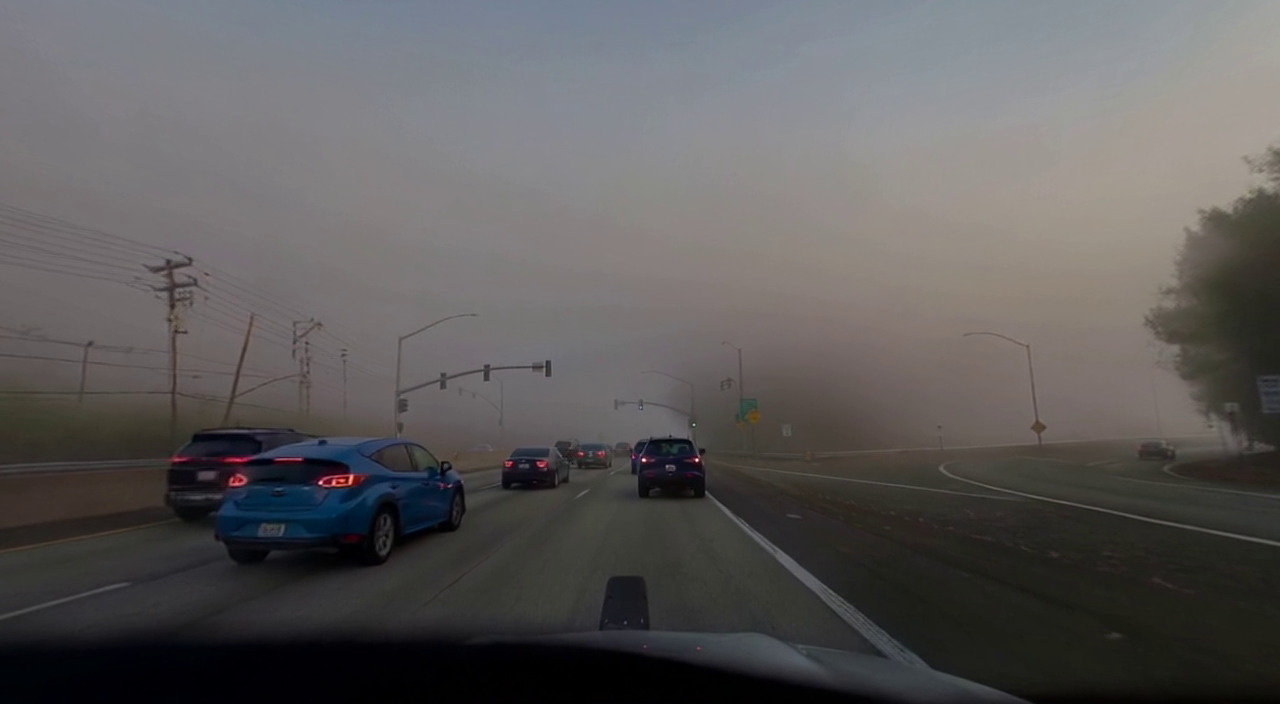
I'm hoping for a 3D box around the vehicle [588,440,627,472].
[{"bbox_3d":[-1.862,6.118,37.391,1.788,1.773,3.731,-1,-9,5],"label":"vehicle"}]

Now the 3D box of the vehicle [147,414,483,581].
[{"bbox_3d":[-3.761,1.763,8.476,2.018,1.621,4.441,0,-8,2],"label":"vehicle"}]

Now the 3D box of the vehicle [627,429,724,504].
[{"bbox_3d":[0.888,2.919,16.487,2.205,1.691,3.937,0,-8,2],"label":"vehicle"}]

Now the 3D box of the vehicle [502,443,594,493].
[{"bbox_3d":[-2.852,3.704,20.567,2.105,1.436,4.311,-1,-8,4],"label":"vehicle"}]
